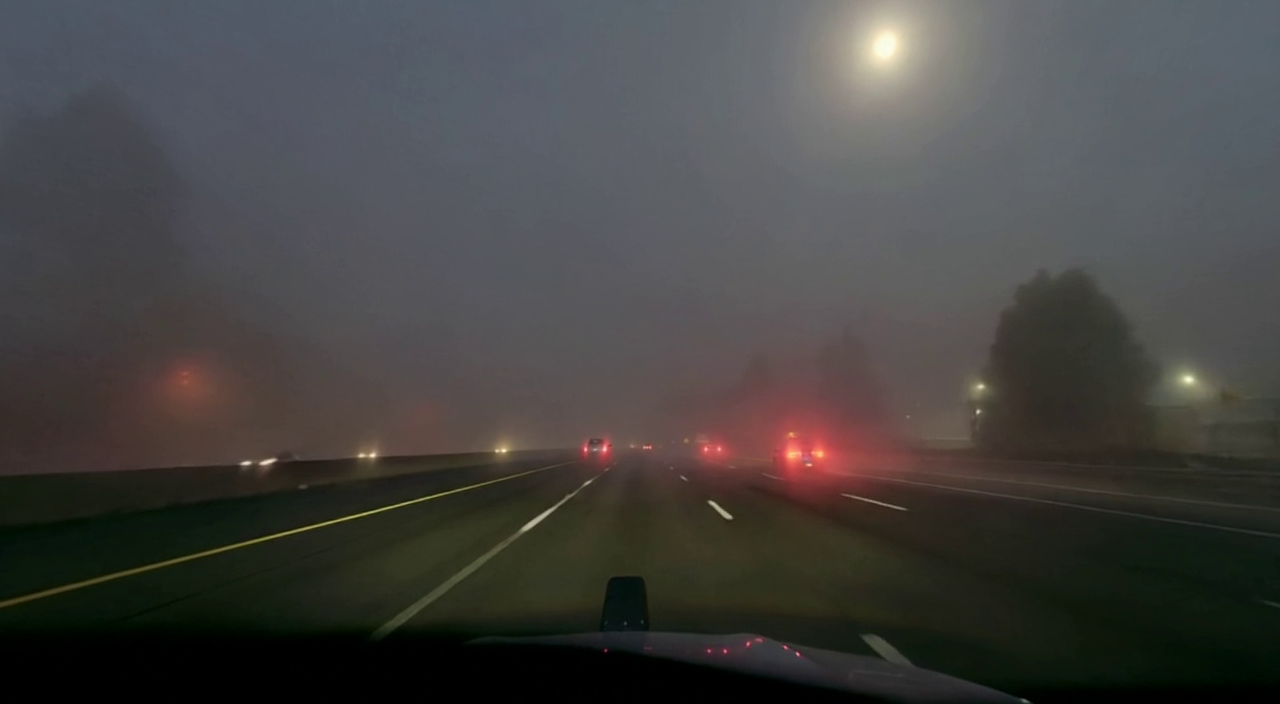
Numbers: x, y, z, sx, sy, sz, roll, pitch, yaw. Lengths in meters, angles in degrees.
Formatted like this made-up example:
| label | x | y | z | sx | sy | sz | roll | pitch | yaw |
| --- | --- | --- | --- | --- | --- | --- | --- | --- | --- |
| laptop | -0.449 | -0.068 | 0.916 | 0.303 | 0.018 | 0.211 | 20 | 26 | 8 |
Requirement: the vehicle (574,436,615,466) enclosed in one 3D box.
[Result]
| label | x | y | z | sx | sy | sz | roll | pitch | yaw |
| --- | --- | --- | --- | --- | --- | --- | --- | --- | --- |
| vehicle | -3.138 | 6.947 | 44.428 | 2.453 | 1.952 | 5.320 | 0 | -8 | 1 |

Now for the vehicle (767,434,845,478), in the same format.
| label | x | y | z | sx | sy | sz | roll | pitch | yaw |
| --- | --- | --- | --- | --- | --- | --- | --- | --- | --- |
| vehicle | 6.898 | 4.358 | 26.678 | 2.063 | 1.706 | 4.259 | 0 | -8 | -1 |

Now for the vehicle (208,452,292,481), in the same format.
| label | x | y | z | sx | sy | sz | roll | pitch | yaw |
| --- | --- | --- | --- | --- | --- | --- | --- | --- | --- |
| vehicle | -22.085 | 6.491 | 35.946 | 1.878 | 1.486 | 4.512 | 0 | -8 | 0 |
